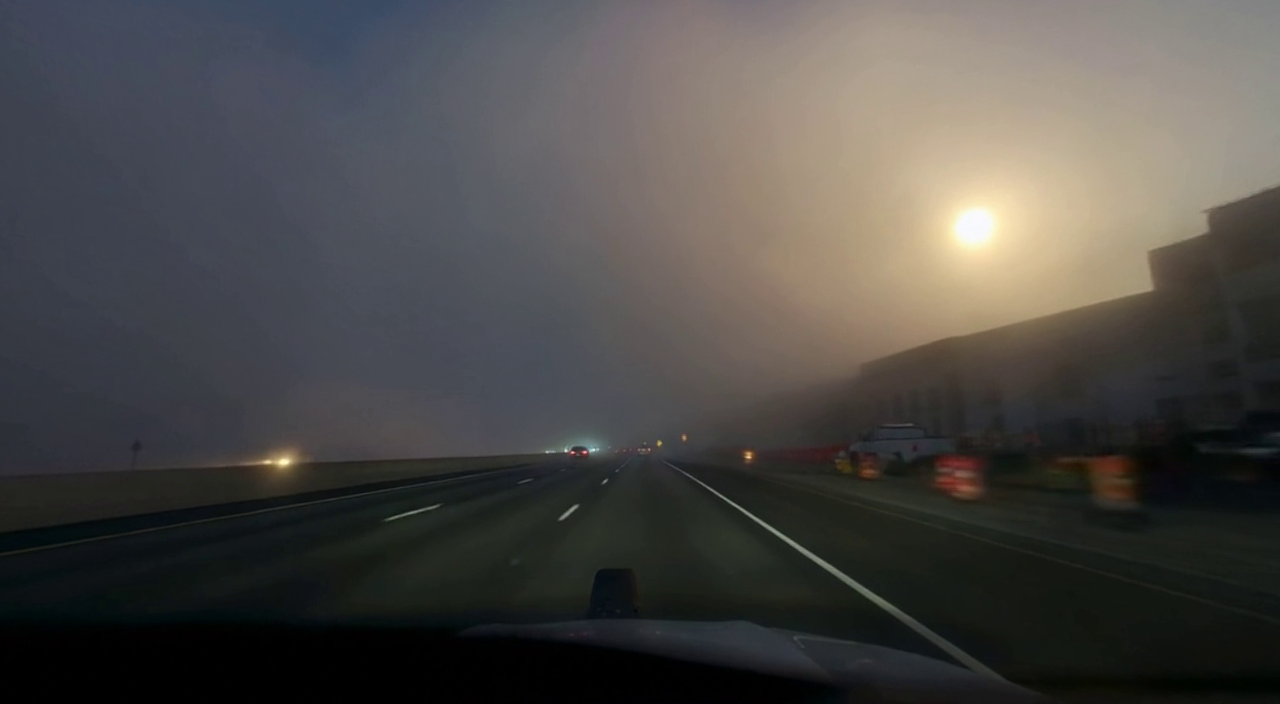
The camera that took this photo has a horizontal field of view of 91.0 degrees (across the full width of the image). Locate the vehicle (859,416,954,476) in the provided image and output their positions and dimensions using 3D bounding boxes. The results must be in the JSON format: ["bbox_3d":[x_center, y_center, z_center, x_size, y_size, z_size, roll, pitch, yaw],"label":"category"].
[{"bbox_3d":[14.208,5.114,33.997,2.763,2.805,4.926,-3,-10,0],"label":"vehicle"}]
